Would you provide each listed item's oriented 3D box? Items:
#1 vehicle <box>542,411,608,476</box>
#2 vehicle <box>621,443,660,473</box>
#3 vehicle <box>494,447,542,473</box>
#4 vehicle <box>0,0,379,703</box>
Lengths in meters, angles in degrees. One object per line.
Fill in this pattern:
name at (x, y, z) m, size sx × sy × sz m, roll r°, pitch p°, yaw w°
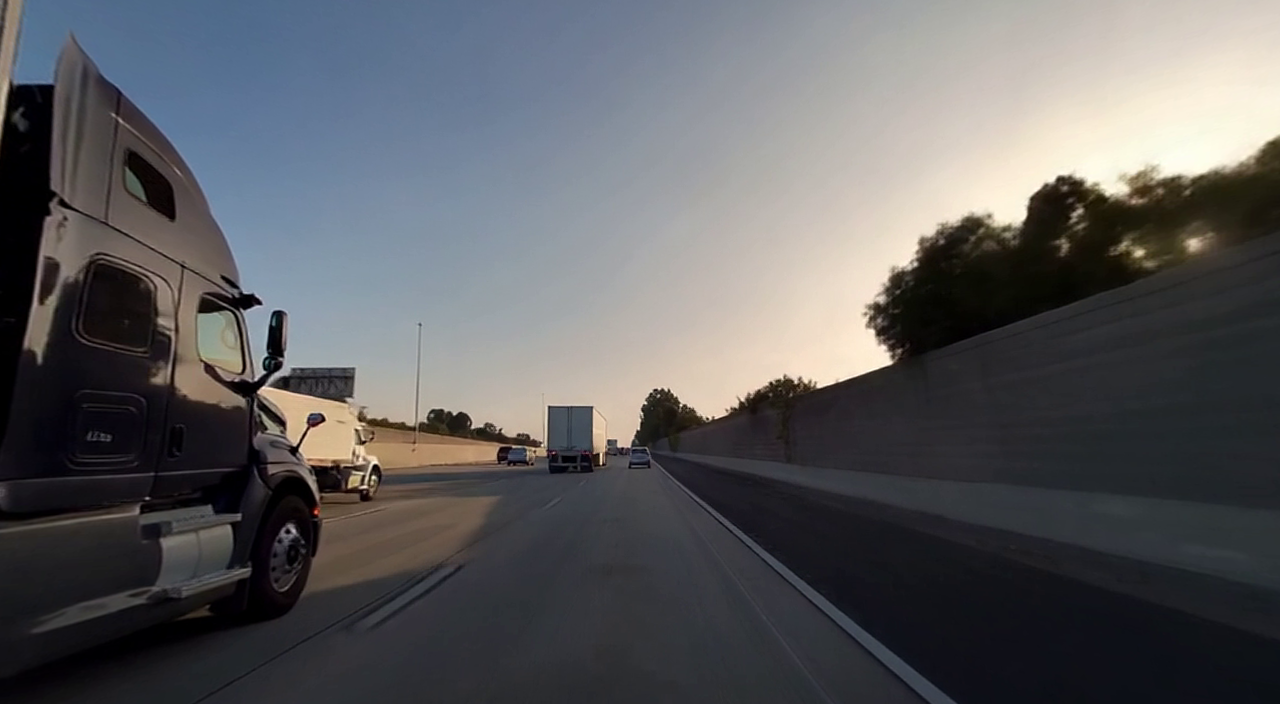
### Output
vehicle at (-3.627, 5.490, 37.676) m, size 2.956 × 3.331 × 9.575 m, roll 0°, pitch -9°, yaw 0°
vehicle at (0.037, 6.201, 37.110) m, size 2.178 × 1.640 × 4.071 m, roll 0°, pitch -9°, yaw 1°
vehicle at (-7.249, 6.456, 37.841) m, size 1.962 × 1.489 × 4.002 m, roll 0°, pitch -9°, yaw 1°
vehicle at (-3.712, -0.089, 0.281) m, size 3.025 × 3.266 × 9.256 m, roll 0°, pitch -9°, yaw 1°
